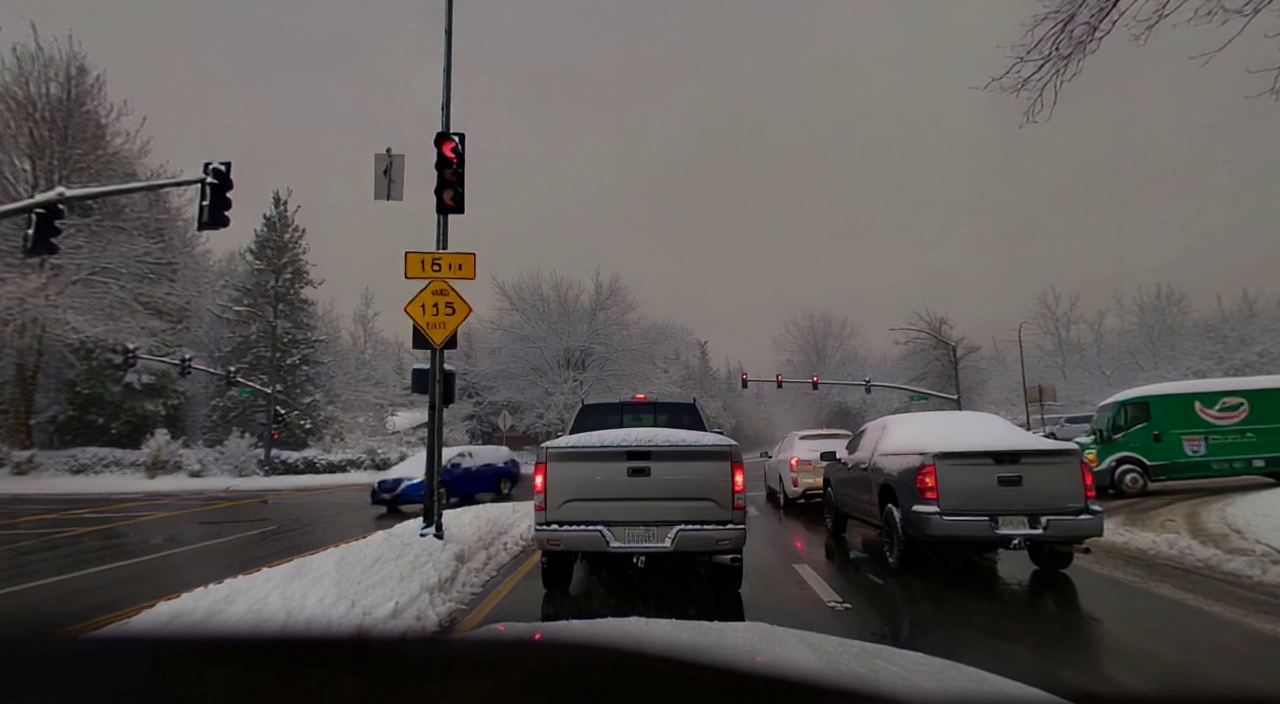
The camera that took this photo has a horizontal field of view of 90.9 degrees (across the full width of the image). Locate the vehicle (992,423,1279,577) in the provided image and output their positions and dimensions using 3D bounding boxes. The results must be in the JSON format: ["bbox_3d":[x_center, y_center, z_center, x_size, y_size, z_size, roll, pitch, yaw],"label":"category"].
[{"bbox_3d":[6.847,1.741,8.259,1.973,1.470,4.228,0,-8,0],"label":"vehicle"}]

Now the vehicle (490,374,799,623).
[{"bbox_3d":[0.065,1.471,7.332,2.326,1.880,4.964,0,-8,1],"label":"vehicle"}]

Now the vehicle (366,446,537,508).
[{"bbox_3d":[-5.513,3.681,19.290,2.410,1.596,4.931,-4,-9,22],"label":"vehicle"}]

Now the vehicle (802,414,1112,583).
[{"bbox_3d":[3.596,1.718,8.184,1.981,1.616,4.006,0,-8,1],"label":"vehicle"}]
